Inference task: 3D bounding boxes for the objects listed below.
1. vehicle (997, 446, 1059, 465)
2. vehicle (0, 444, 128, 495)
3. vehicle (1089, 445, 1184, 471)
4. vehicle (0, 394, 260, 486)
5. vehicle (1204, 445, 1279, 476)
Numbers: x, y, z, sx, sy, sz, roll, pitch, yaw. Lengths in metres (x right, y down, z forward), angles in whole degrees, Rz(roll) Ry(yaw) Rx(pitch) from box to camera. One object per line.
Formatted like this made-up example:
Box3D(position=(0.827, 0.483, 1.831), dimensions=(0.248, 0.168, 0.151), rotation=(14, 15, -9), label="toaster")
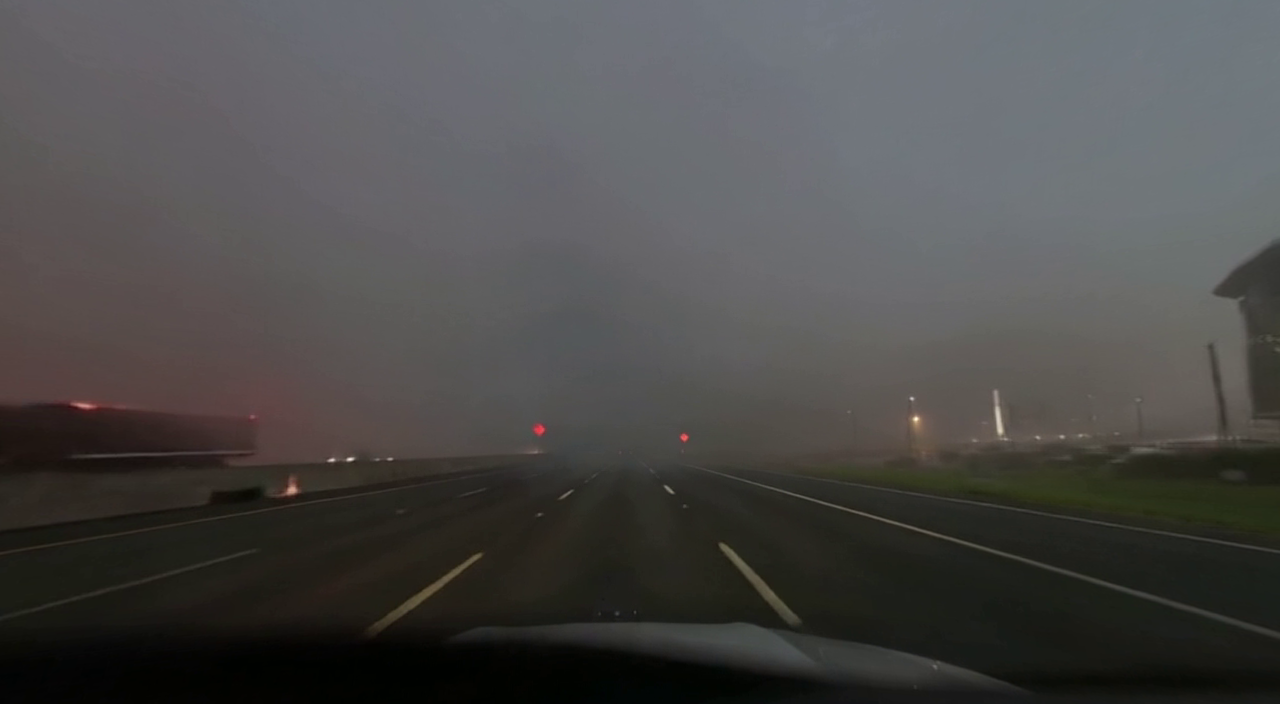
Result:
Box3D(position=(29.798, 7.939, 48.587), dimensions=(3.595, 1.393, 1.803), rotation=(0, -9, -2), label="vehicle")
Box3D(position=(-20.848, 3.996, 21.812), dimensions=(1.932, 1.556, 5.257), rotation=(0, -9, 0), label="vehicle")
Box3D(position=(29.750, 6.363, 37.934), dimensions=(3.988, 1.507, 1.965), rotation=(0, -10, 1), label="vehicle")
Box3D(position=(-27.971, 5.101, 35.802), dimensions=(2.877, 3.965, 16.520), rotation=(0, -9, -1), label="vehicle")
Box3D(position=(30.161, 5.228, 30.628), dimensions=(3.771, 1.435, 1.944), rotation=(0, -8, -2), label="vehicle")
